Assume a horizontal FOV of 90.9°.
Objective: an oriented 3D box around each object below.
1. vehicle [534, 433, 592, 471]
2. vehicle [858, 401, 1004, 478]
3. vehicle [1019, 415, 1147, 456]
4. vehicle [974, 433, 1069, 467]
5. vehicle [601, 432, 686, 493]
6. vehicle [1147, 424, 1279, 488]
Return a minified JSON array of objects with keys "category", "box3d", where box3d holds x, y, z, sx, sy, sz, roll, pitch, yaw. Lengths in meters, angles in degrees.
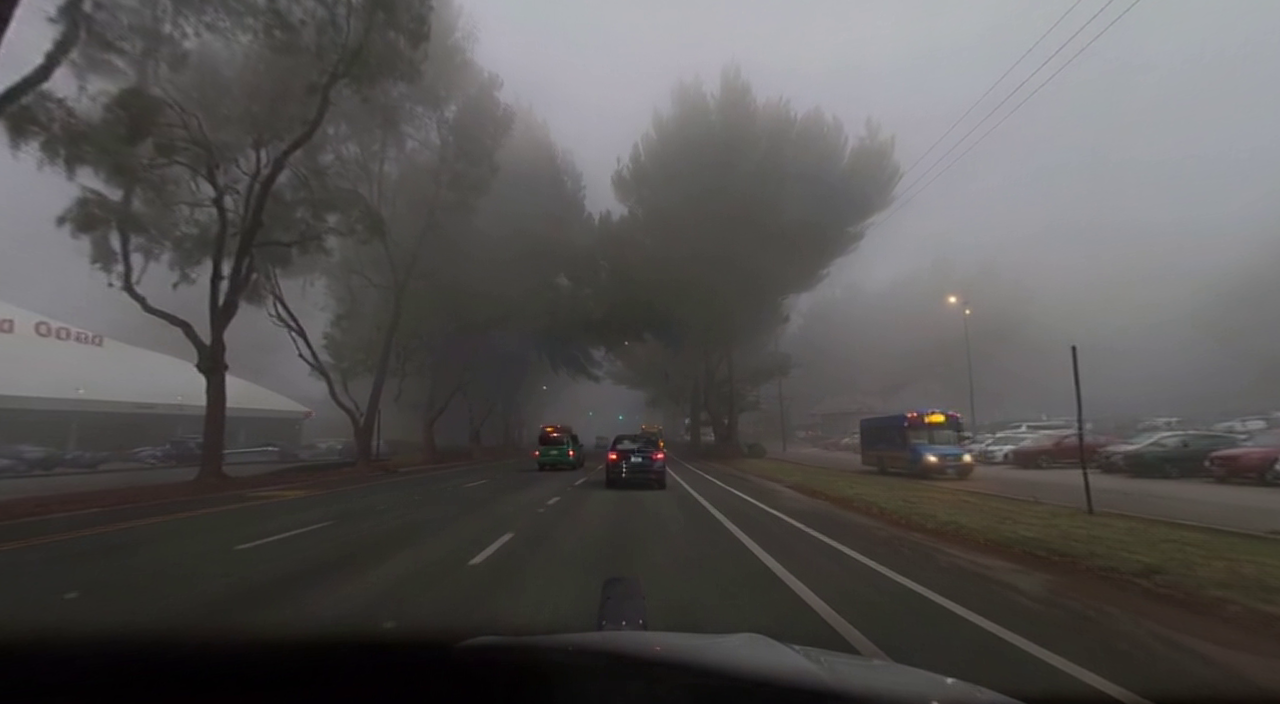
[{"category":"vehicle","box3d":[-3.585,4.764,30.136,2.148,1.636,4.199,0,-9,2]},{"category":"vehicle","box3d":[11.400,3.565,25.488,2.754,2.711,6.196,0,-9,-1]},{"category":"vehicle","box3d":[23.669,4.578,34.149,2.225,2.013,6.379,0,-9,-1]},{"category":"vehicle","box3d":[18.406,4.757,30.668,1.826,1.532,4.290,0,-9,-1]},{"category":"vehicle","box3d":[0.045,3.092,17.965,2.123,1.498,4.226,0,-9,-1]},{"category":"vehicle","box3d":[18.419,3.122,19.097,1.965,1.749,4.838,0,-9,-2]}]
